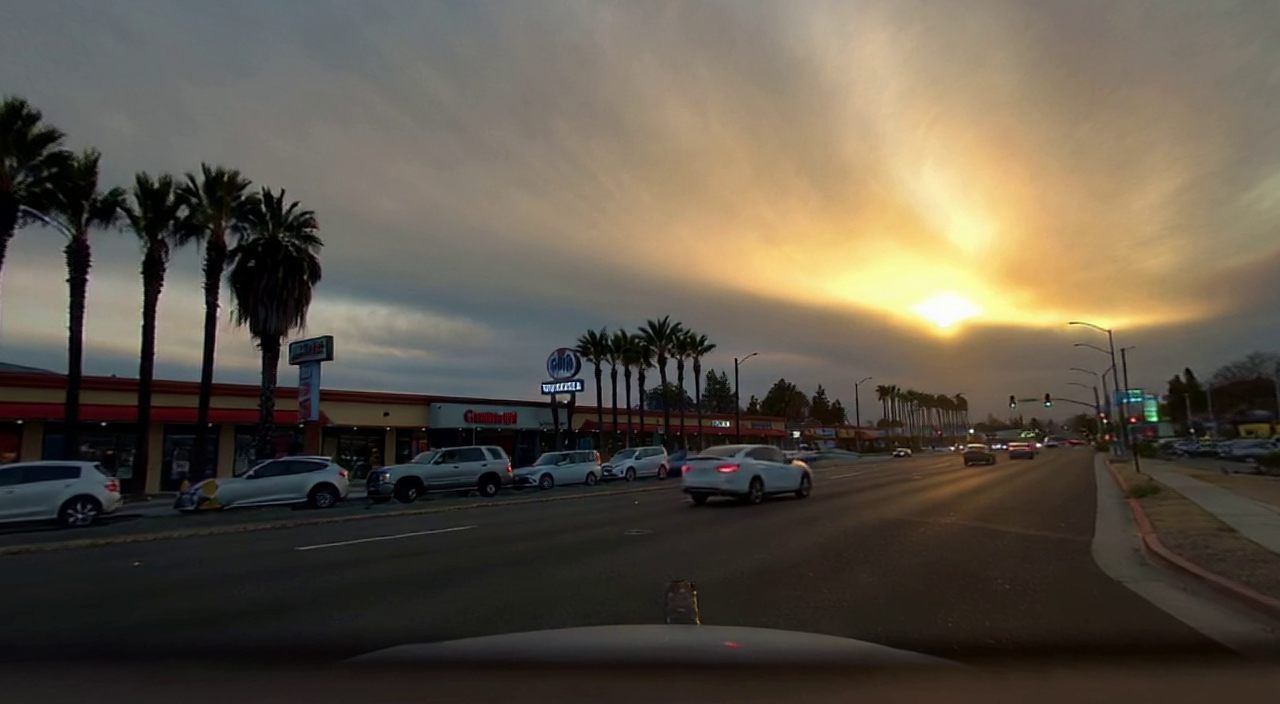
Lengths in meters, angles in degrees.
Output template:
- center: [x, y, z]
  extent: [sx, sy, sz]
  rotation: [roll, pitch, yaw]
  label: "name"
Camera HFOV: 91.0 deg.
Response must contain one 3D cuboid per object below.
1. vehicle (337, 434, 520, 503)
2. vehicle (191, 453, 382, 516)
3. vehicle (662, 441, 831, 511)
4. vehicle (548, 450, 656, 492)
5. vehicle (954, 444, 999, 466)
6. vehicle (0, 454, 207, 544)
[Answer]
- center: [-6.161, 3.597, 19.010]
  extent: [1.989, 1.792, 4.884]
  rotation: [-9, -15, 36]
  label: "vehicle"
- center: [-10.559, 3.901, 19.143]
  extent: [1.900, 1.615, 4.573]
  rotation: [-6, -11, 37]
  label: "vehicle"
- center: [2.967, 3.137, 16.599]
  extent: [2.232, 1.513, 5.090]
  rotation: [-6, -11, 37]
  label: "vehicle"
- center: [-1.404, 4.647, 25.003]
  extent: [1.837, 1.468, 4.389]
  rotation: [-6, -11, 37]
  label: "vehicle"
- center: [24.431, 7.399, 45.572]
  extent: [2.035, 1.485, 4.849]
  rotation: [-6, -11, 37]
  label: "vehicle"
- center: [-11.423, 2.736, 12.006]
  extent: [1.854, 1.482, 4.756]
  rotation: [-6, -11, 37]
  label: "vehicle"
